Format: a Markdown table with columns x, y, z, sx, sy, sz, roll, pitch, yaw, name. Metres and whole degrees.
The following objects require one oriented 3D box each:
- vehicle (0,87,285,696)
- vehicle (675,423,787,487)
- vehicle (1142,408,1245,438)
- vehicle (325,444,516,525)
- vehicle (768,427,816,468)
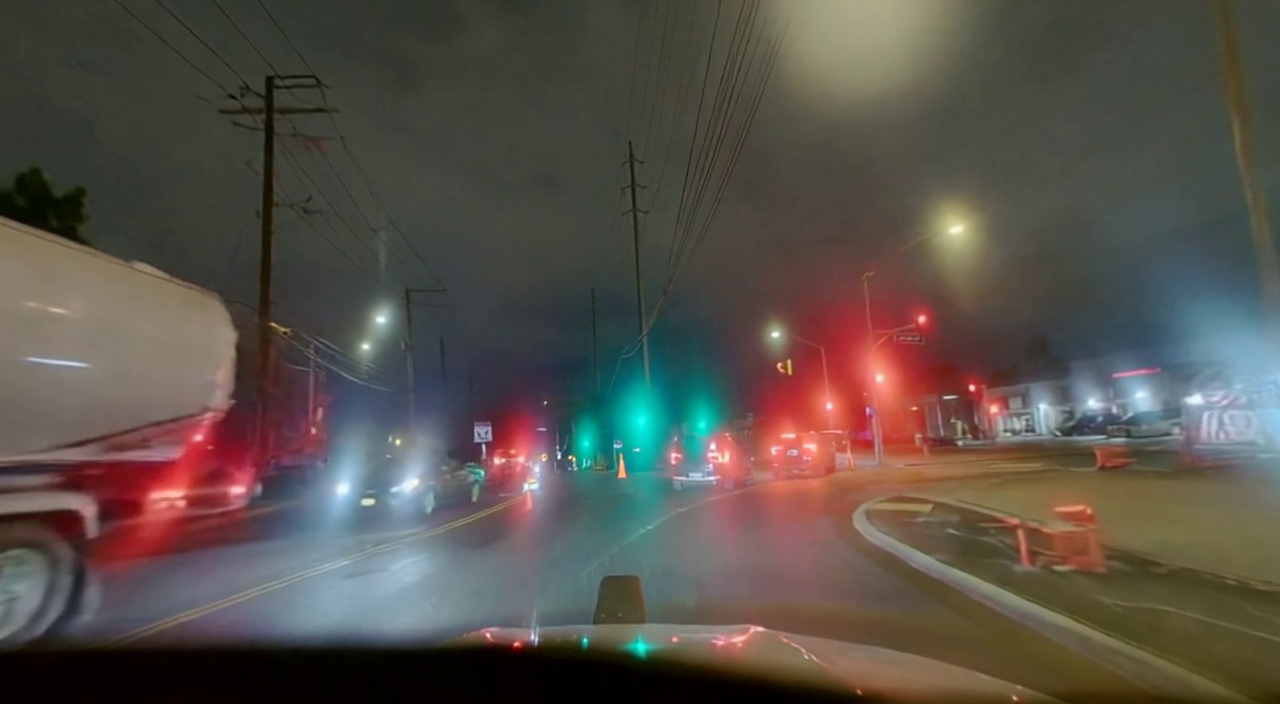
| x | y | z | sx | sy | sz | roll | pitch | yaw | name |
| --- | --- | --- | --- | --- | --- | --- | --- | --- | --- |
| -5.689 | -0.151 | 1.304 | 3.007 | 3.800 | 11.011 | -1 | -9 | 3 | vehicle |
| 3.232 | 3.442 | 21.378 | 2.256 | 1.859 | 5.118 | -5 | -9 | 25 | vehicle |
| 35.912 | 4.686 | 41.114 | 1.922 | 1.704 | 4.550 | 4 | -10 | -33 | vehicle |
| -4.767 | 2.938 | 14.691 | 2.103 | 1.526 | 4.743 | -2 | -9 | 10 | vehicle |
| 8.085 | 5.015 | 33.235 | 2.206 | 1.911 | 5.548 | -3 | -9 | 15 | vehicle |
